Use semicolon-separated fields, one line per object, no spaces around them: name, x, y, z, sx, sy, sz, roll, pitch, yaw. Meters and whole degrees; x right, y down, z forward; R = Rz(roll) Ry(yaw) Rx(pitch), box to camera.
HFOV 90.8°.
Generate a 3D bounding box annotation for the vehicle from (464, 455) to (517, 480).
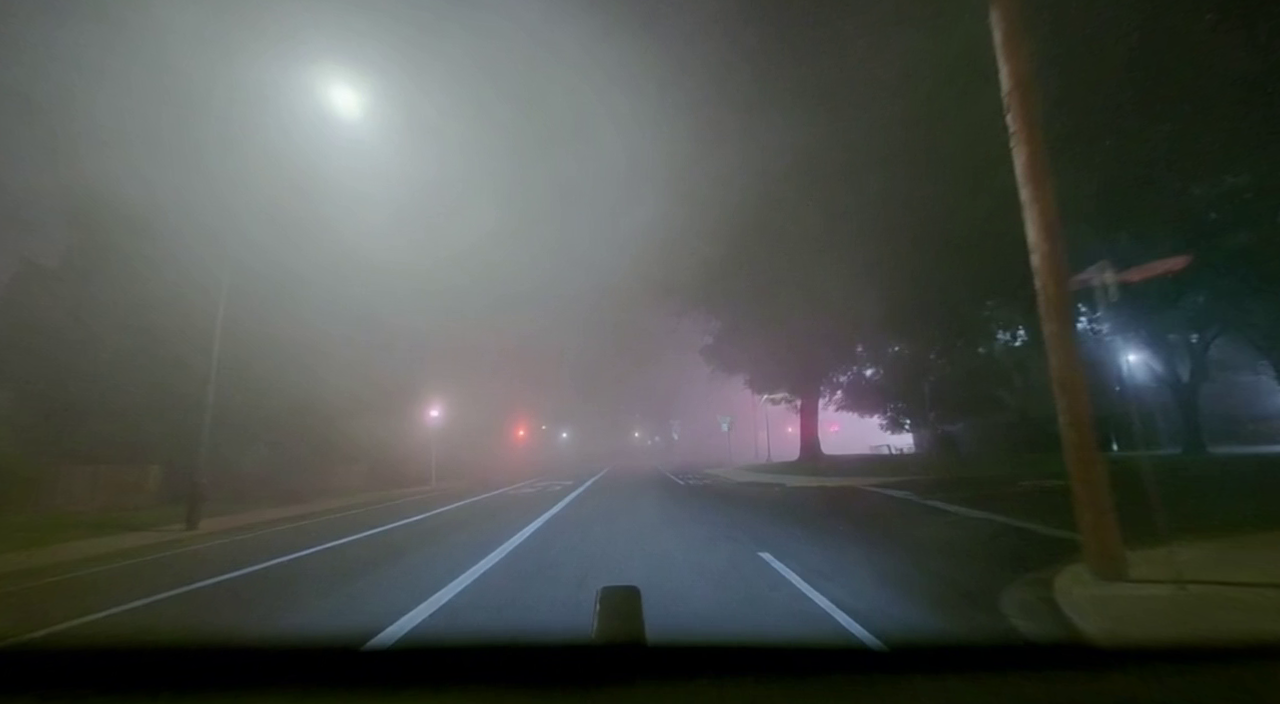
vehicle;-9.802;7.462;41.191;2.061;1.475;4.357;5;-10;-32
